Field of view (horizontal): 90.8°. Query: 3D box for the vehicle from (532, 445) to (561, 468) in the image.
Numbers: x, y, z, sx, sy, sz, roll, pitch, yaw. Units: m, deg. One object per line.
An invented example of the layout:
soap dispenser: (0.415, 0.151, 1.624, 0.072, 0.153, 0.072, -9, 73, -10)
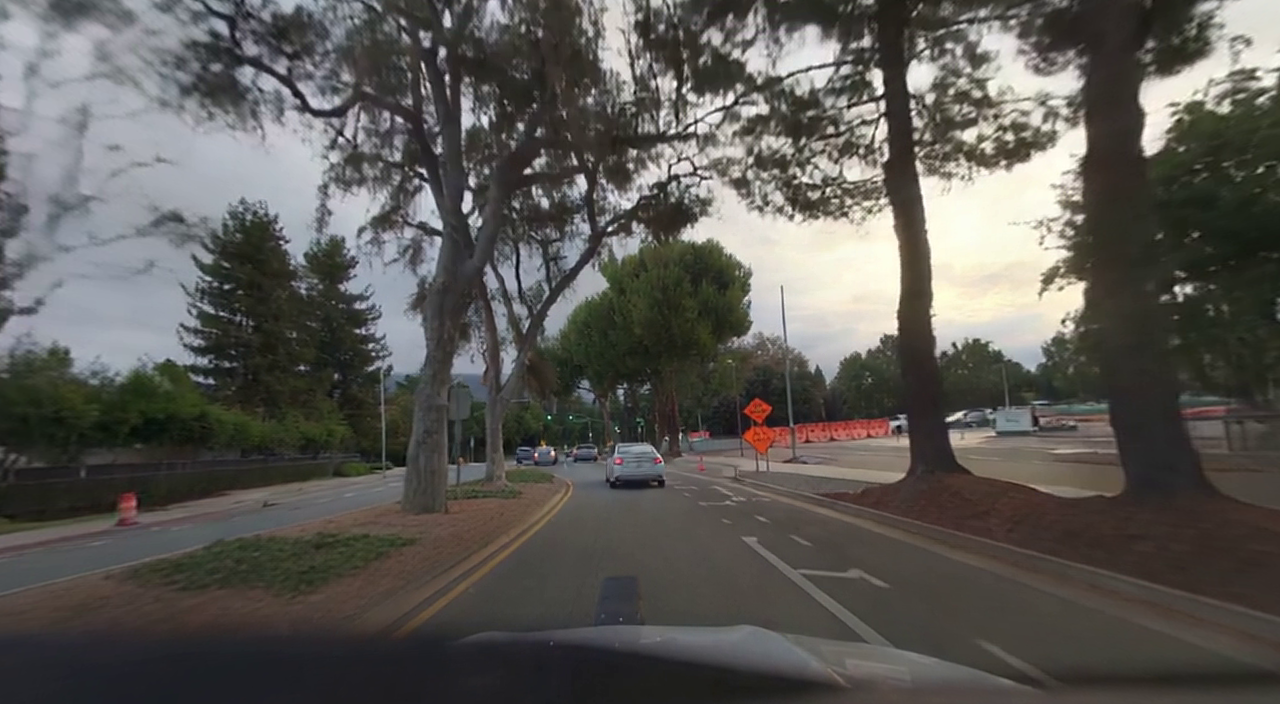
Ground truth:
vehicle: (-7.136, 7.954, 48.139, 2.077, 1.665, 4.206, 1, -9, -9)

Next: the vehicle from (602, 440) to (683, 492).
vehicle: (-0.057, 3.700, 20.869, 2.266, 1.508, 4.430, 1, -9, -5)
